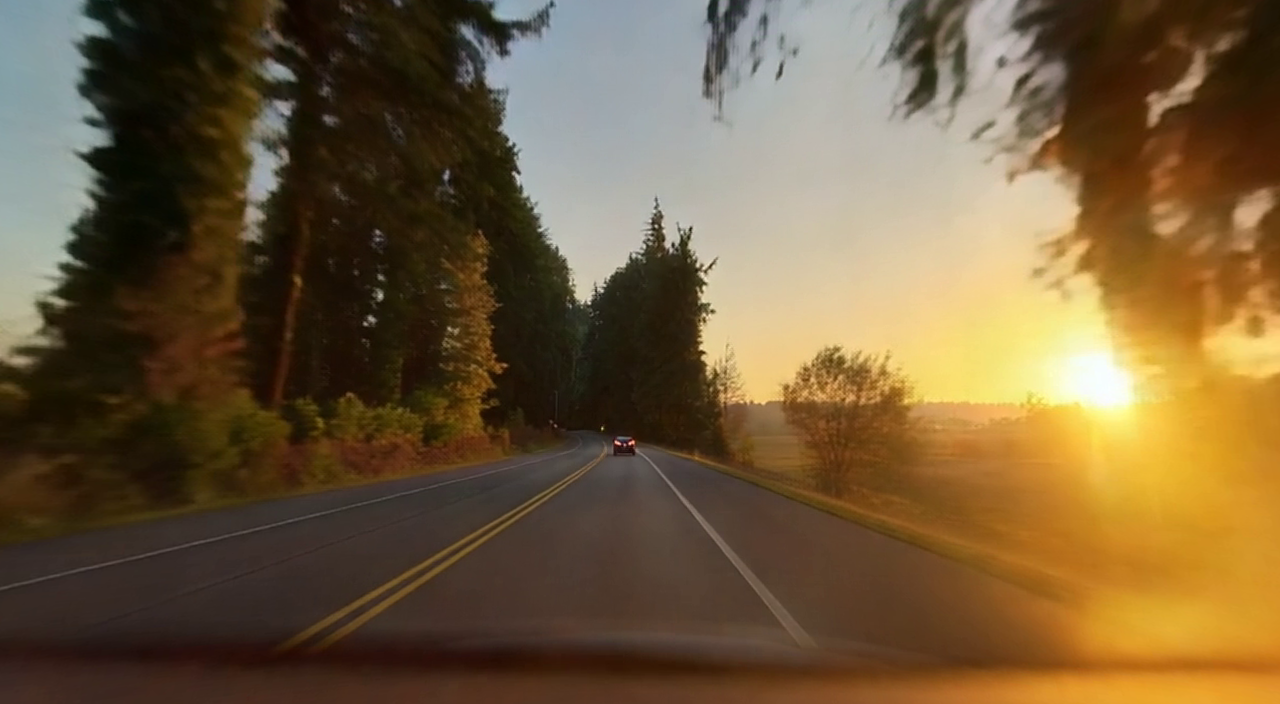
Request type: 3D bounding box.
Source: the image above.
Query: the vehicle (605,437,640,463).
[{"bbox_3d":[-1.092,6.091,39.445,2.042,1.489,3.963,0,-8,-2],"label":"vehicle"}]
